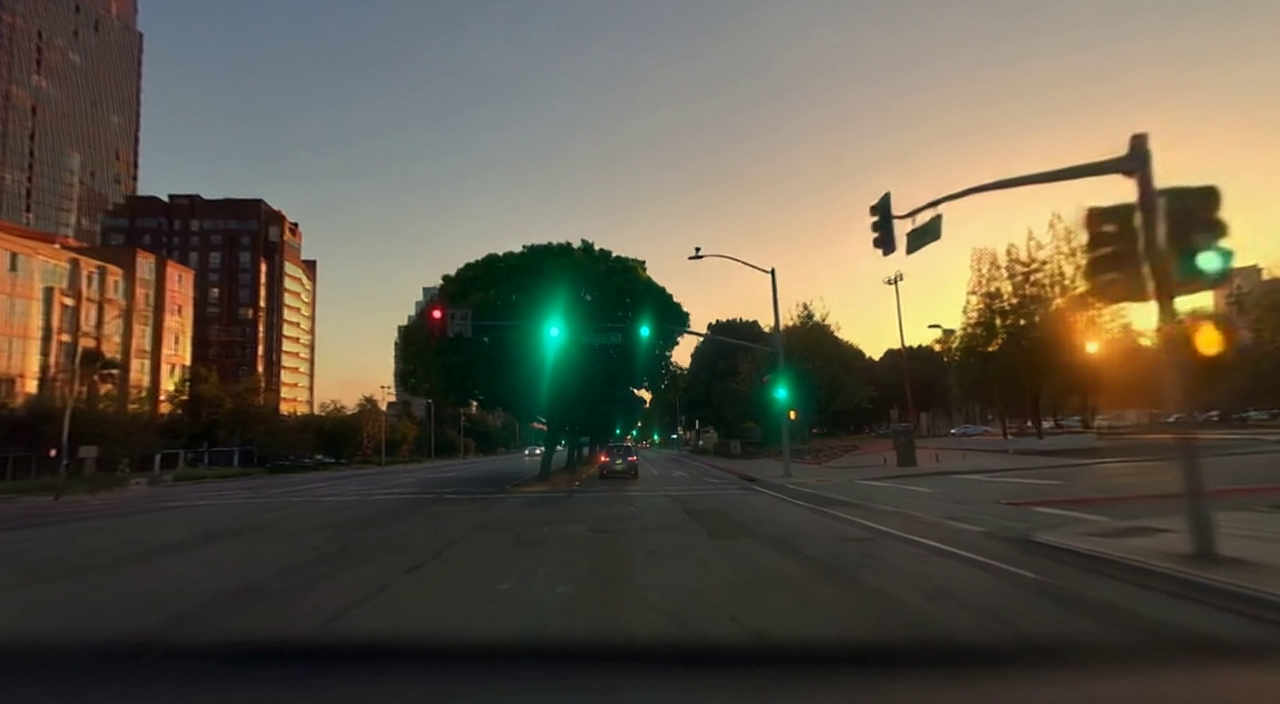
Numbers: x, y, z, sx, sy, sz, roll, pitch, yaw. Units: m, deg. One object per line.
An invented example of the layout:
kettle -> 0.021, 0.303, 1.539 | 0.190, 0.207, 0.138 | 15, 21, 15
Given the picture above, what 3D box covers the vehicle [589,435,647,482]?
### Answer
vehicle -> -0.844, 4.210, 25.187 | 2.130, 1.711, 4.038 | 0, -8, -2
